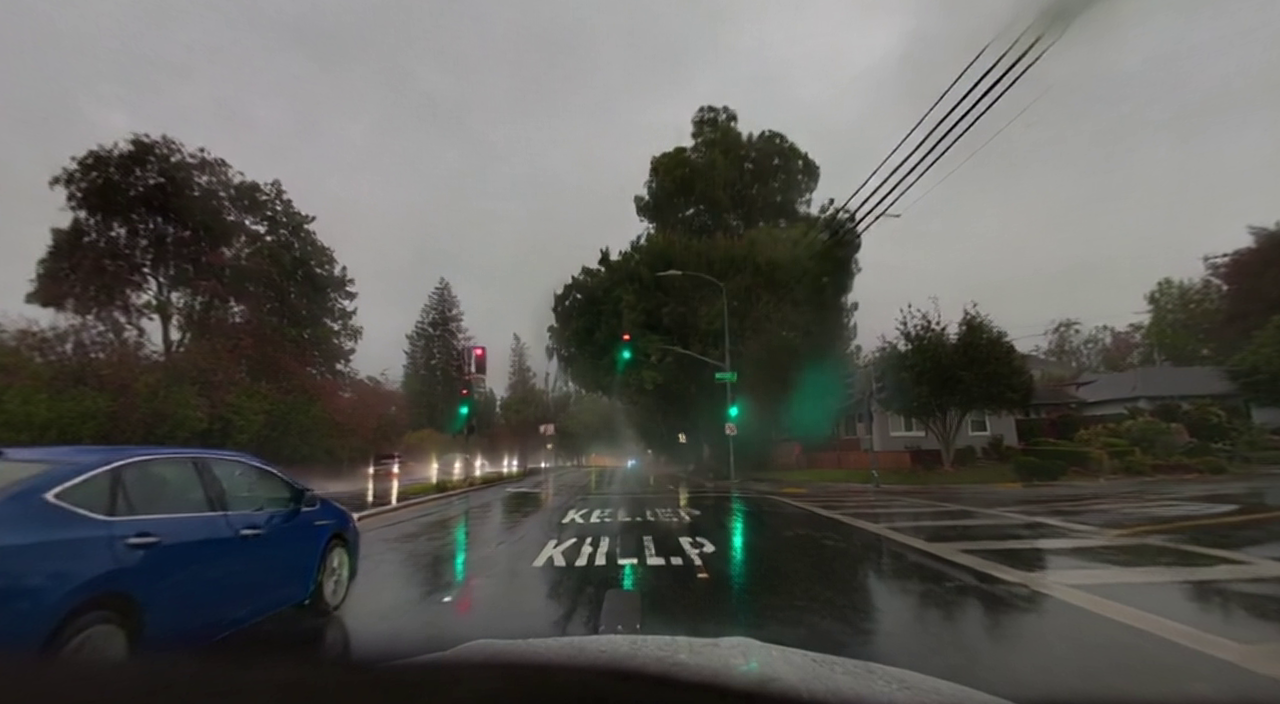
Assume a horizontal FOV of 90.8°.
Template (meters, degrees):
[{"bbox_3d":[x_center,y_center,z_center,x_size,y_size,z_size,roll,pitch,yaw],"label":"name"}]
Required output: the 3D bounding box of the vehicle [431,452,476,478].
[{"bbox_3d":[-14.502,8.765,49.303,2.115,1.794,4.961,0,-9,-2],"label":"vehicle"}]

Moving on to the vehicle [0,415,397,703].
[{"bbox_3d":[-3.683,1.324,4.625,1.980,1.508,4.502,0,-9,0],"label":"vehicle"}]
